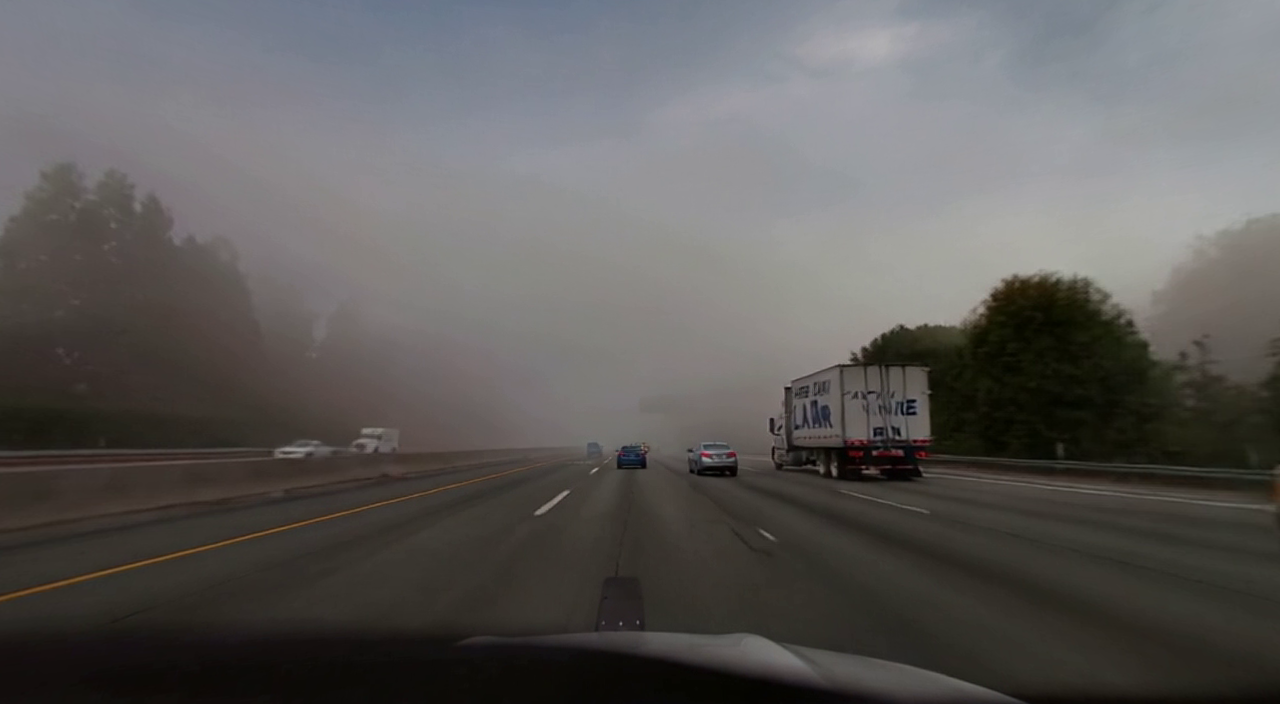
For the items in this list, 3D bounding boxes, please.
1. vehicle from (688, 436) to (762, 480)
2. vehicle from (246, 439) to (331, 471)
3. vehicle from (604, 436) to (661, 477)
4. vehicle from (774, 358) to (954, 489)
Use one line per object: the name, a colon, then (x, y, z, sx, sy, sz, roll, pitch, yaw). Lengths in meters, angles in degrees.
vehicle: (3.110, 4.006, 24.156, 1.993, 1.504, 4.781, 0, -9, -2)
vehicle: (-17.807, 5.229, 32.281, 1.835, 1.470, 4.460, 0, -9, -1)
vehicle: (-0.330, 4.110, 25.044, 2.098, 1.475, 3.997, 0, -9, -2)
vehicle: (7.225, 2.635, 22.139, 2.799, 3.655, 8.627, 0, -9, -2)
